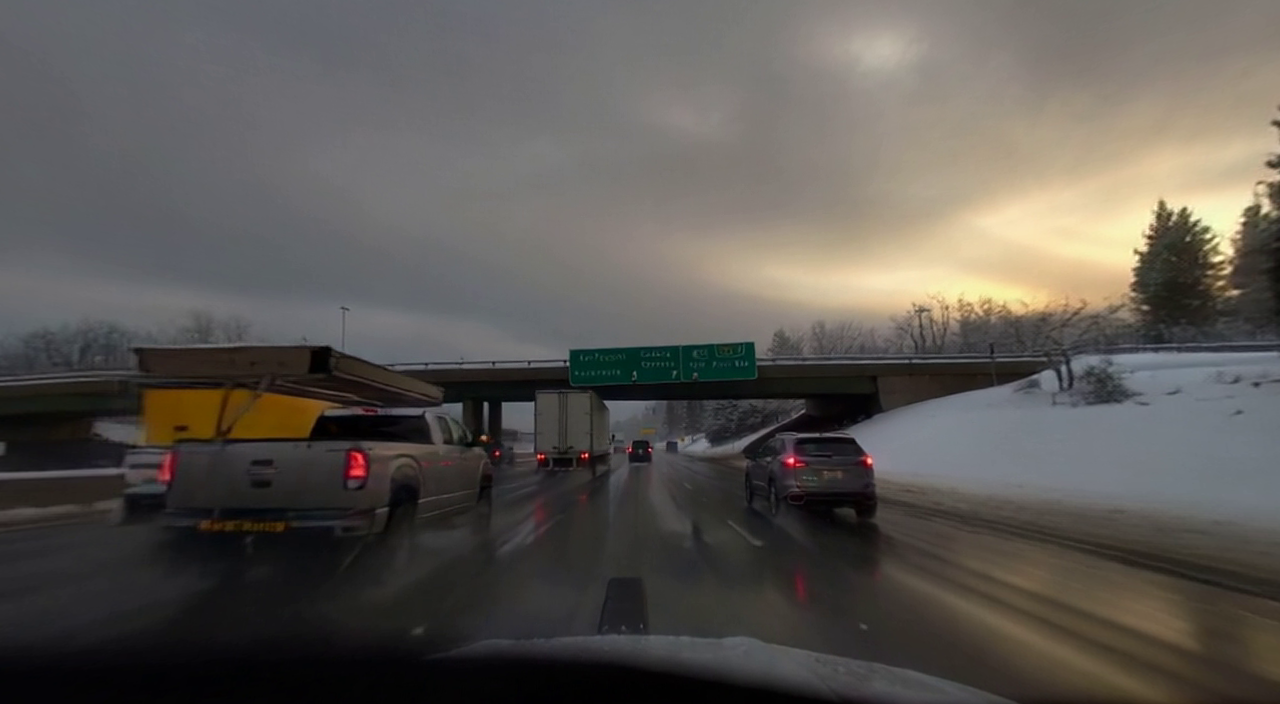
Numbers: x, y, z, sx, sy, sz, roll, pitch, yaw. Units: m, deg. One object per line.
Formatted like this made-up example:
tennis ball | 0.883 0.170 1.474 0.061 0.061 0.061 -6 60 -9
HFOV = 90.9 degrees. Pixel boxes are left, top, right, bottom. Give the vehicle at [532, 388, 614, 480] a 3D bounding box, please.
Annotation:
vehicle | -3.313 4.824 36.154 2.869 4.108 15.564 0 -8 1

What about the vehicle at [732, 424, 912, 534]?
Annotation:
vehicle | 3.107 2.269 11.882 2.028 1.658 4.334 0 -8 -1

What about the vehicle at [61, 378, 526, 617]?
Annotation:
vehicle | -3.548 1.716 8.698 2.645 2.023 6.491 0 -8 1
